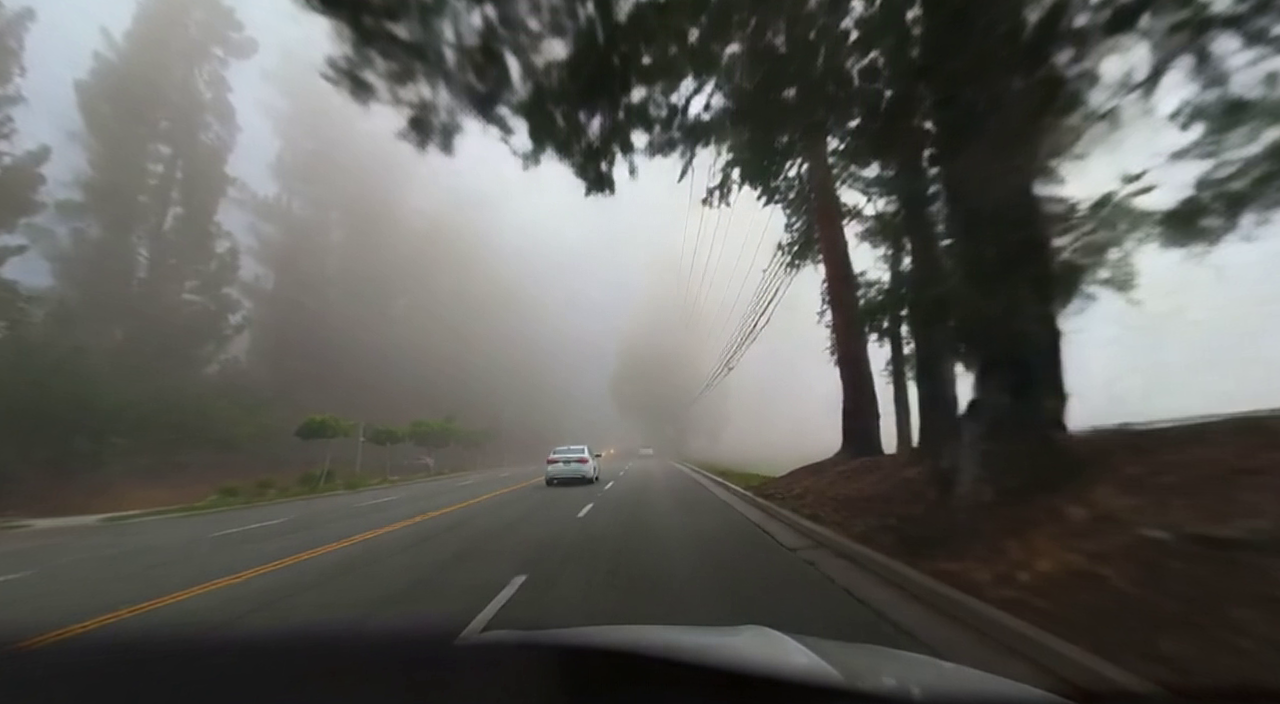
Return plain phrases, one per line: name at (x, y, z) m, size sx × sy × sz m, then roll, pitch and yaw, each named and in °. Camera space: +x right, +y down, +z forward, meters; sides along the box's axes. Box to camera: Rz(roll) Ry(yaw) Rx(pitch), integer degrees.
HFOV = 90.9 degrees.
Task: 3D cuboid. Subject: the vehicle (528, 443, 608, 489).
vehicle at (-2.436, 4.029, 22.597) m, size 2.153 × 1.461 × 4.374 m, roll -1°, pitch -8°, yaw 3°
